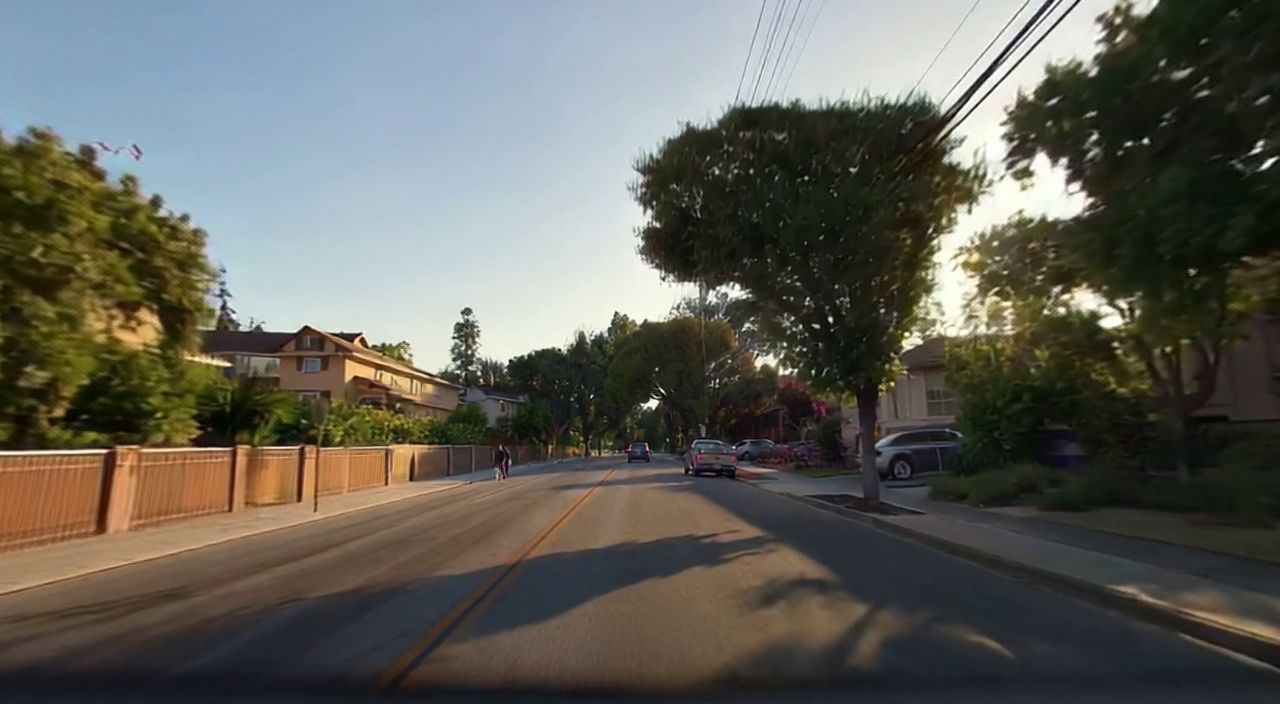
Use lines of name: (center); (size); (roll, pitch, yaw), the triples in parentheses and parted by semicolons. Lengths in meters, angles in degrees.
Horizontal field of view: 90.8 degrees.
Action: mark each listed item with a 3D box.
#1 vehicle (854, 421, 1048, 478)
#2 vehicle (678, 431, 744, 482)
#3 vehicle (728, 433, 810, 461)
vehicle: (11.188, 3.561, 23.131); (5.846, 1.971, 2.273); (0, -9, 2)
vehicle: (3.146, 4.776, 29.244); (2.278, 1.933, 5.860); (4, -9, 0)
vehicle: (9.676, 7.210, 47.931); (5.590, 2.067, 2.553); (0, -9, -2)
